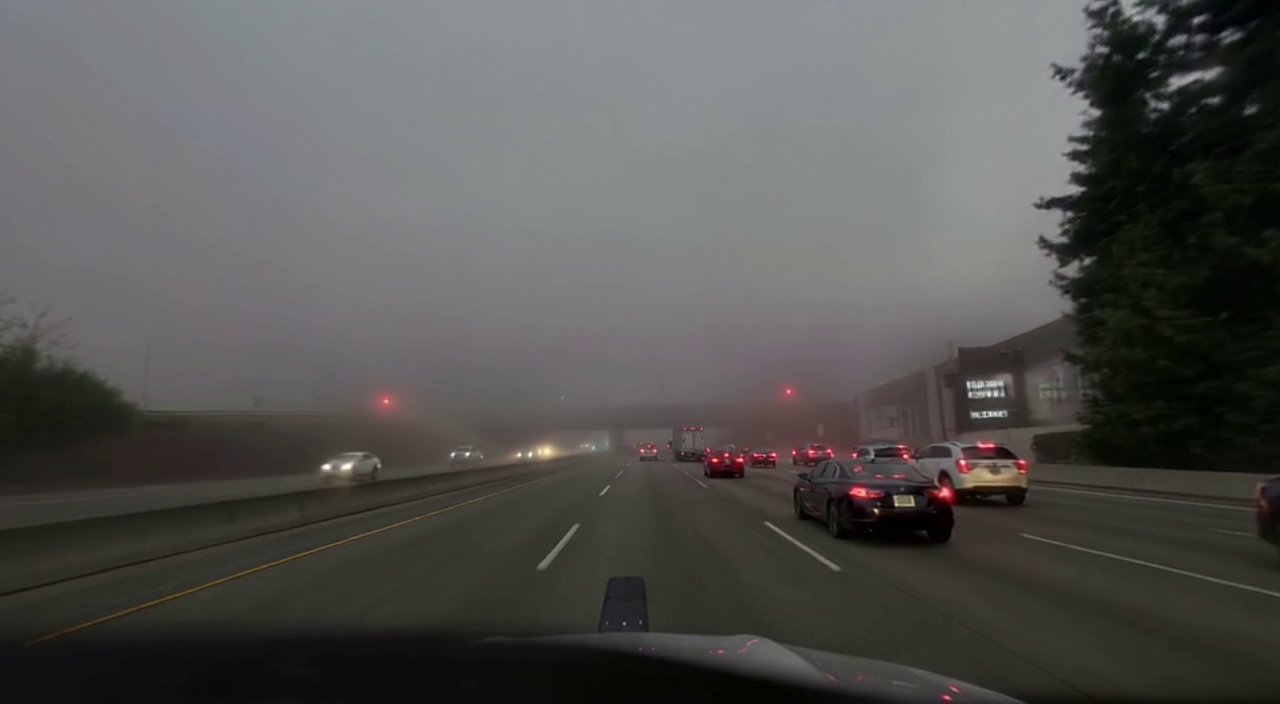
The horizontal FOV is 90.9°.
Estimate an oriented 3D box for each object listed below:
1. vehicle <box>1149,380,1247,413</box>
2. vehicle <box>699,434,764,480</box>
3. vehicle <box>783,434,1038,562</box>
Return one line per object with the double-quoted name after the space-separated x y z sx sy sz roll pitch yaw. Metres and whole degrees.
35.422 2.905 40.213 2.024 1.757 4.696 0 -8 2 "vehicle"
3.963 4.617 28.075 2.086 1.858 4.737 0 -8 -1 "vehicle"
3.694 2.046 9.687 1.902 1.481 4.451 0 -8 -1 "vehicle"
